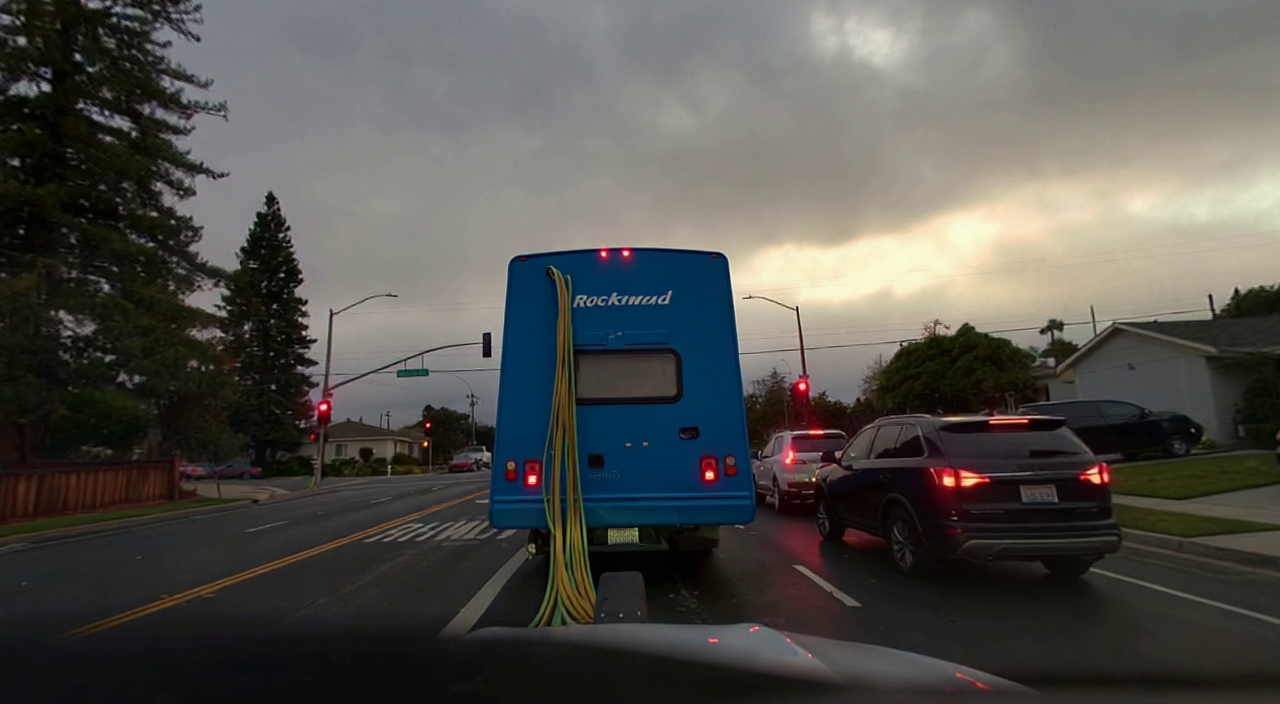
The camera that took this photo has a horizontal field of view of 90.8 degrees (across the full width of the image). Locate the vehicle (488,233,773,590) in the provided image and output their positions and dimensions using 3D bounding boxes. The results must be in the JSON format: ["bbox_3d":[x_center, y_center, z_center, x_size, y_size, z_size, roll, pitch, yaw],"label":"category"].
[{"bbox_3d":[-0.099,1.126,10.327,2.709,3.511,8.213,0,-9,0],"label":"vehicle"}]

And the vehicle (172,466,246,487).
[{"bbox_3d":[-32.676,9.403,47.950,4.311,1.458,1.707,0,-9,-3],"label":"vehicle"}]

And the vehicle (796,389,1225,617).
[{"bbox_3d":[3.406,1.492,7.137,2.104,1.735,4.408,0,-9,0],"label":"vehicle"}]

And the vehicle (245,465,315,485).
[{"bbox_3d":[-27.417,9.351,48.138,4.187,1.445,1.809,0,-9,0],"label":"vehicle"}]
